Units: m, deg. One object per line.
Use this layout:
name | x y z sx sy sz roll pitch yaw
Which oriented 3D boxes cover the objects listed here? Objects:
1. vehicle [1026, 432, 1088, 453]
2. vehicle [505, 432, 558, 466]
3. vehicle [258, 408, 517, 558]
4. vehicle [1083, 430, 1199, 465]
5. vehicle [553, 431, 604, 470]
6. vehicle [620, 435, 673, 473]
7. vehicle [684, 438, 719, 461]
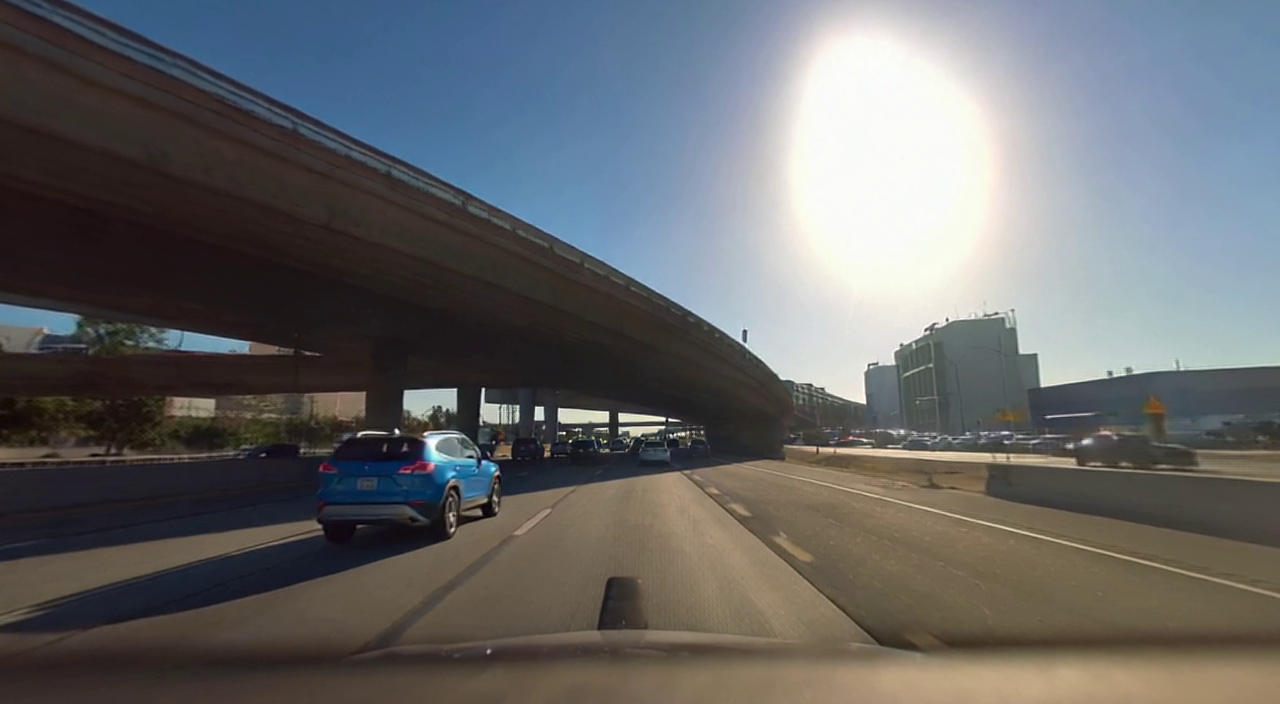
vehicle | 30.028 6.556 45.567 1.743 1.467 4.058 0 -8 2
vehicle | -6.193 5.616 36.534 2.125 1.804 4.864 0 -8 1
vehicle | -3.311 1.819 9.442 1.961 1.687 4.453 0 -8 1
vehicle | 23.198 4.441 29.438 1.854 1.463 4.371 0 -8 1
vehicle | -2.902 4.796 30.846 2.007 1.730 4.412 0 -8 1
vehicle | 0.271 4.340 26.970 2.090 1.474 3.970 0 -8 0
vehicle | 4.263 6.808 44.257 1.980 1.492 4.442 0 -8 -1
